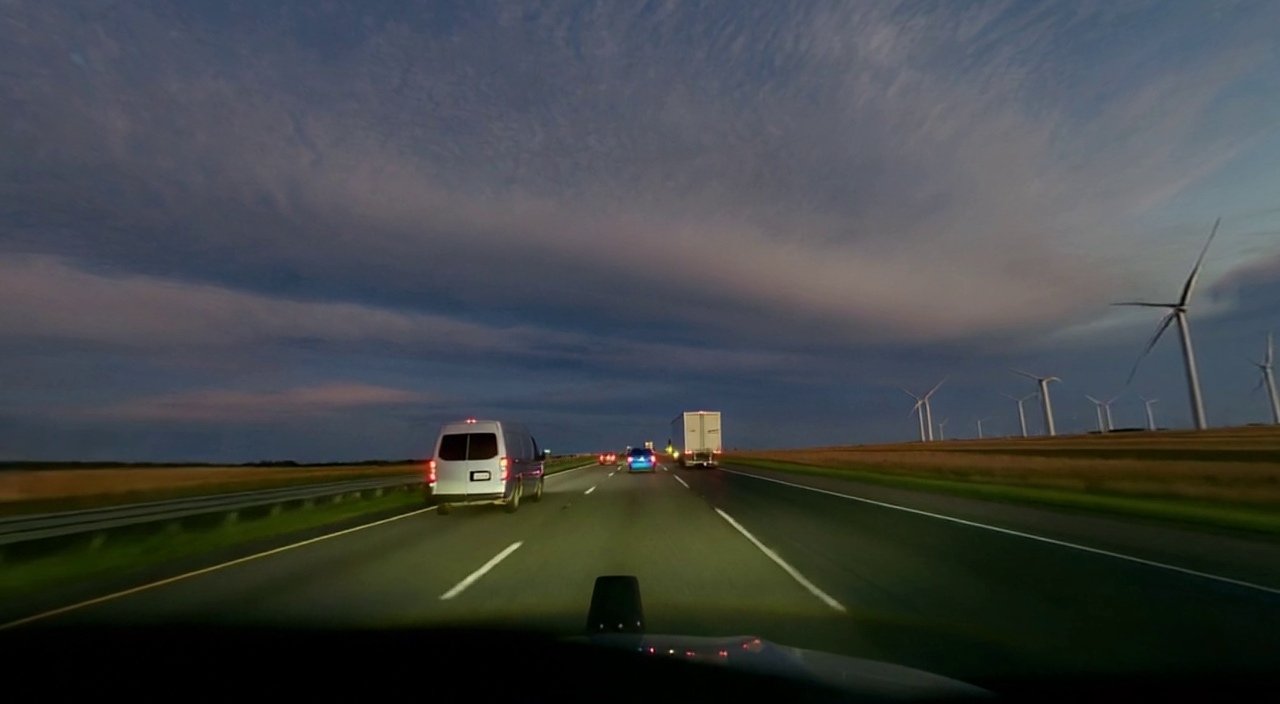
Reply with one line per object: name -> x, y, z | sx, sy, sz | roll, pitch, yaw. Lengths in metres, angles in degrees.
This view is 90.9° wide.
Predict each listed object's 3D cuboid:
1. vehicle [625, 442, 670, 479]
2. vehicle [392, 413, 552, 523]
vehicle -> 0.351, 5.423, 31.758 | 2.083, 1.689, 4.083 | 0, -9, 0
vehicle -> -3.414, 2.494, 13.976 | 2.238, 1.984, 4.650 | 0, -9, 0
